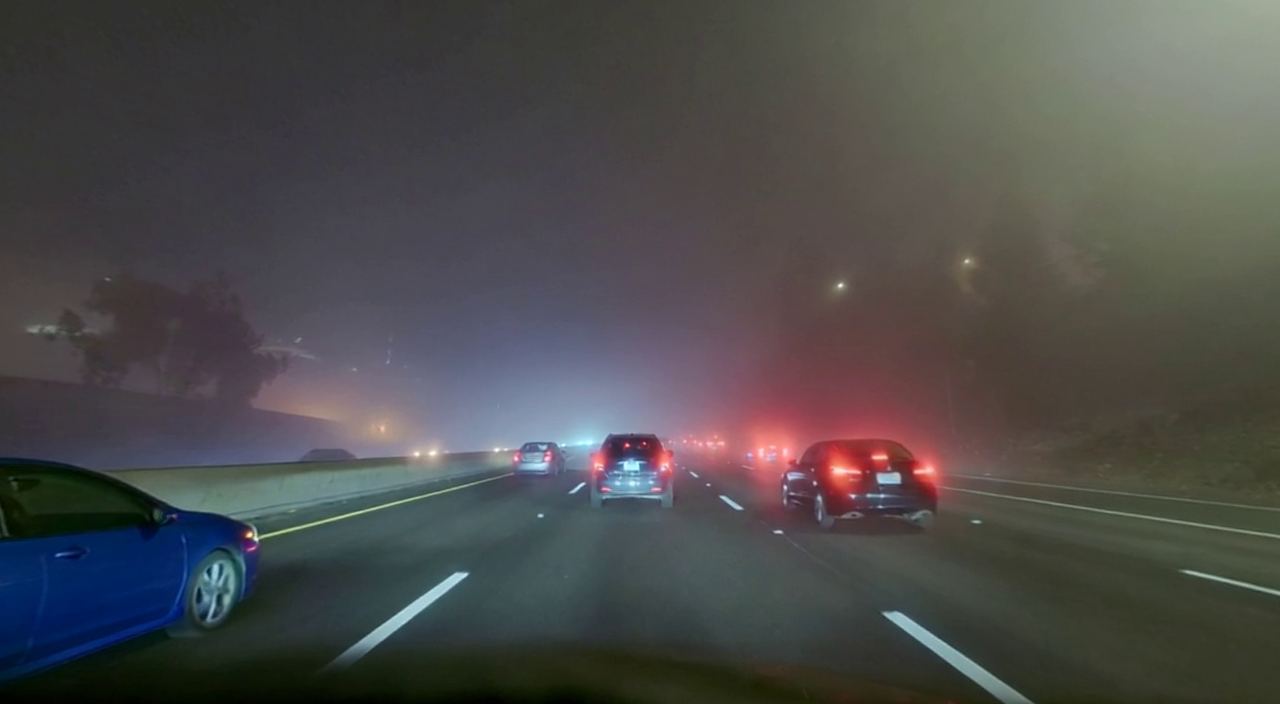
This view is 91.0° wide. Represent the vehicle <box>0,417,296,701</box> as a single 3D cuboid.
[{"bbox_3d":[-4.348,1.163,3.817,1.974,1.478,4.412,0,-9,1],"label":"vehicle"}]

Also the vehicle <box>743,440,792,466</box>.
[{"bbox_3d":[7.933,6.324,39.594,2.049,1.521,4.604,0,-9,0],"label":"vehicle"}]

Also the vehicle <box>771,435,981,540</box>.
[{"bbox_3d":[3.901,2.312,11.459,2.031,1.492,4.577,0,-9,0],"label":"vehicle"}]

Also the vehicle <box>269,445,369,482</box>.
[{"bbox_3d":[-14.748,5.128,29.268,2.021,1.561,4.722,0,-9,2],"label":"vehicle"}]

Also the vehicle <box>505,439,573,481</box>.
[{"bbox_3d":[-3.951,4.313,25.463,1.947,1.516,4.295,0,-9,1],"label":"vehicle"}]

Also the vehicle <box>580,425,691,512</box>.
[{"bbox_3d":[-0.068,2.622,14.530,2.181,1.697,4.021,0,-9,1],"label":"vehicle"}]
